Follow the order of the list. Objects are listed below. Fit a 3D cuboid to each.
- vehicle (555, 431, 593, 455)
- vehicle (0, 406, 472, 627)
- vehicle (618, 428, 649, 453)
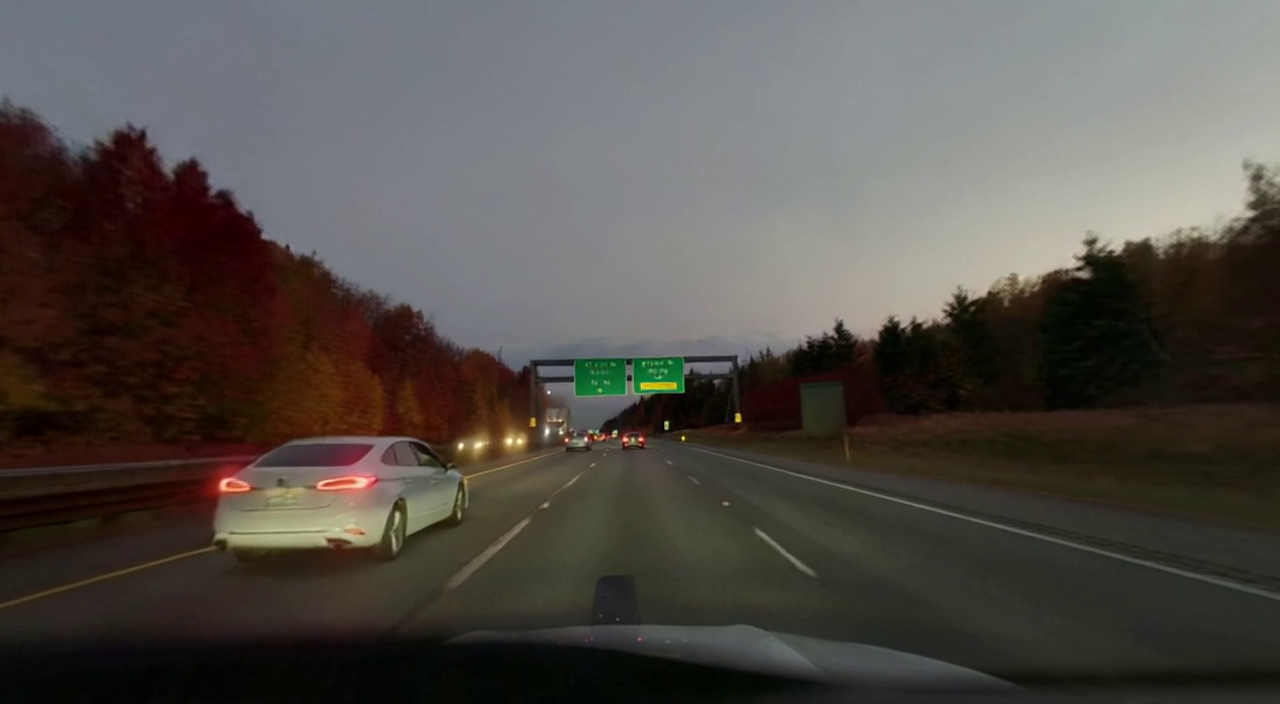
[{"bbox_3d":[-4.344,6.023,41.733,2.071,1.524,4.398,0,-8,0],"label":"vehicle"},{"bbox_3d":[-3.417,1.450,6.701,1.989,1.497,4.645,0,-8,0],"label":"vehicle"},{"bbox_3d":[-0.483,6.170,43.841,2.054,1.609,3.859,0,-8,-1],"label":"vehicle"}]
